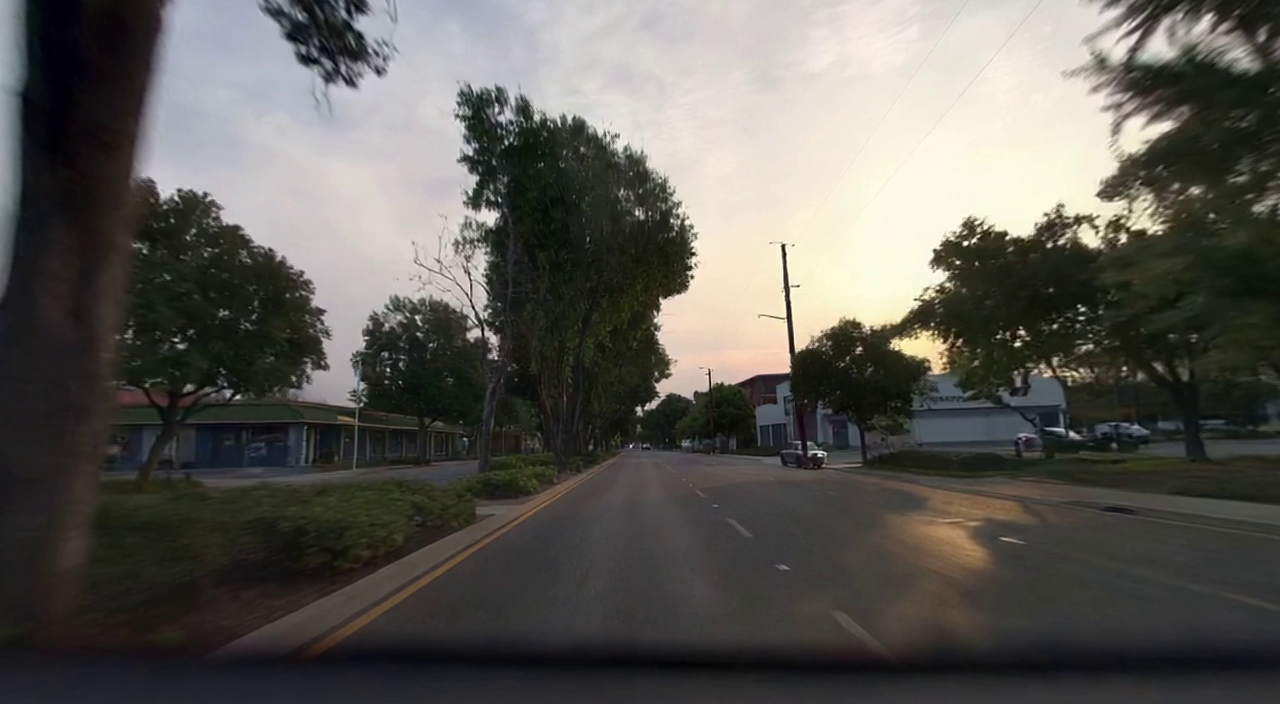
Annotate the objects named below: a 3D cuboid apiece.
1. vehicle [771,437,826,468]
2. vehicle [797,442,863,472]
[{"bbox_3d":[9.813,6.260,39.420,2.159,1.767,4.617,0,-9,-1],"label":"vehicle"},{"bbox_3d":[9.964,5.541,33.505,1.885,1.461,4.751,0,-9,-2],"label":"vehicle"}]
